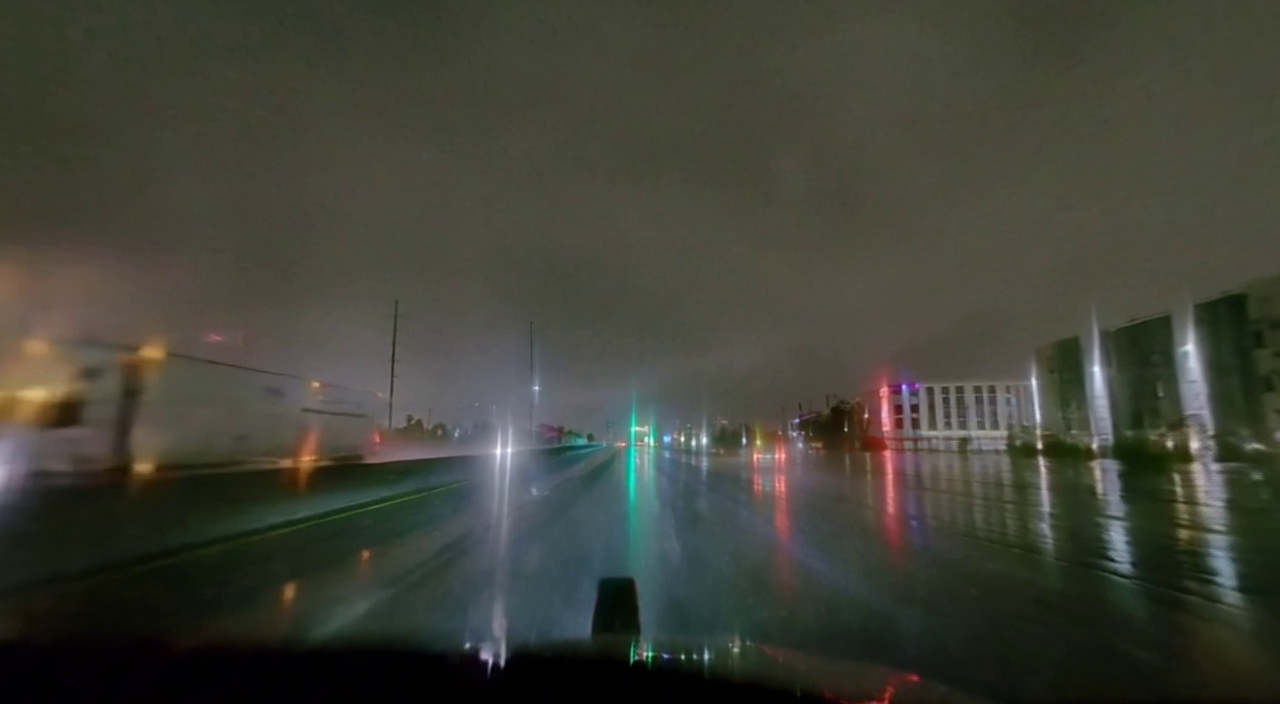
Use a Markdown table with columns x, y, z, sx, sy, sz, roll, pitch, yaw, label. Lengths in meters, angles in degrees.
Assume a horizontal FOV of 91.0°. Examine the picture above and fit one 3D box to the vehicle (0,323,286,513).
| x | y | z | sx | sy | sz | roll | pitch | yaw | label |
| --- | --- | --- | --- | --- | --- | --- | --- | --- | --- |
| -16.575 | 2.329 | 20.610 | 3.837 | 4.617 | 10.494 | 0 | -8 | -1 | vehicle |
